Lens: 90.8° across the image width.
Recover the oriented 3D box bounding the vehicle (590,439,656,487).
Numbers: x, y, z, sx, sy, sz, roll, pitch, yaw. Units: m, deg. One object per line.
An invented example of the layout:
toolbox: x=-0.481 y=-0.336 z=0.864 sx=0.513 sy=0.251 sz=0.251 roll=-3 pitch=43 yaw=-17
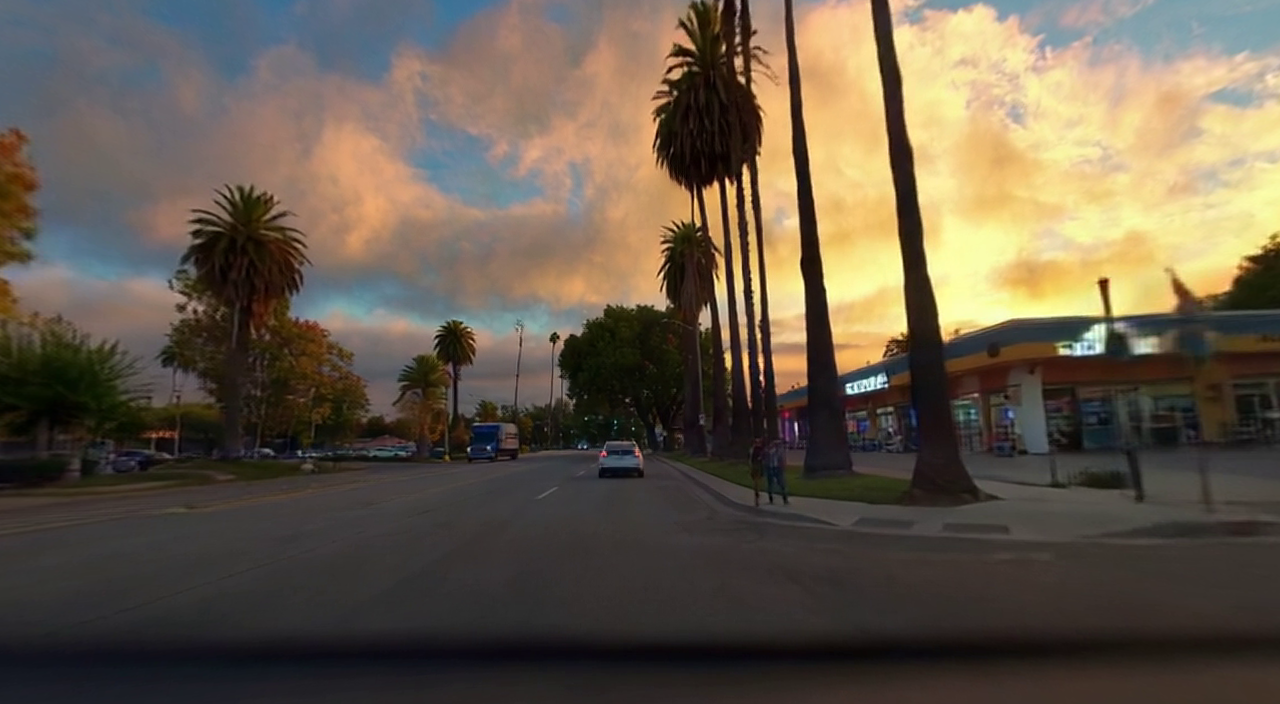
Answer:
vehicle: x=-0.579 y=3.807 z=22.034 sx=2.076 sy=1.486 sz=4.119 roll=0 pitch=-9 yaw=-1
